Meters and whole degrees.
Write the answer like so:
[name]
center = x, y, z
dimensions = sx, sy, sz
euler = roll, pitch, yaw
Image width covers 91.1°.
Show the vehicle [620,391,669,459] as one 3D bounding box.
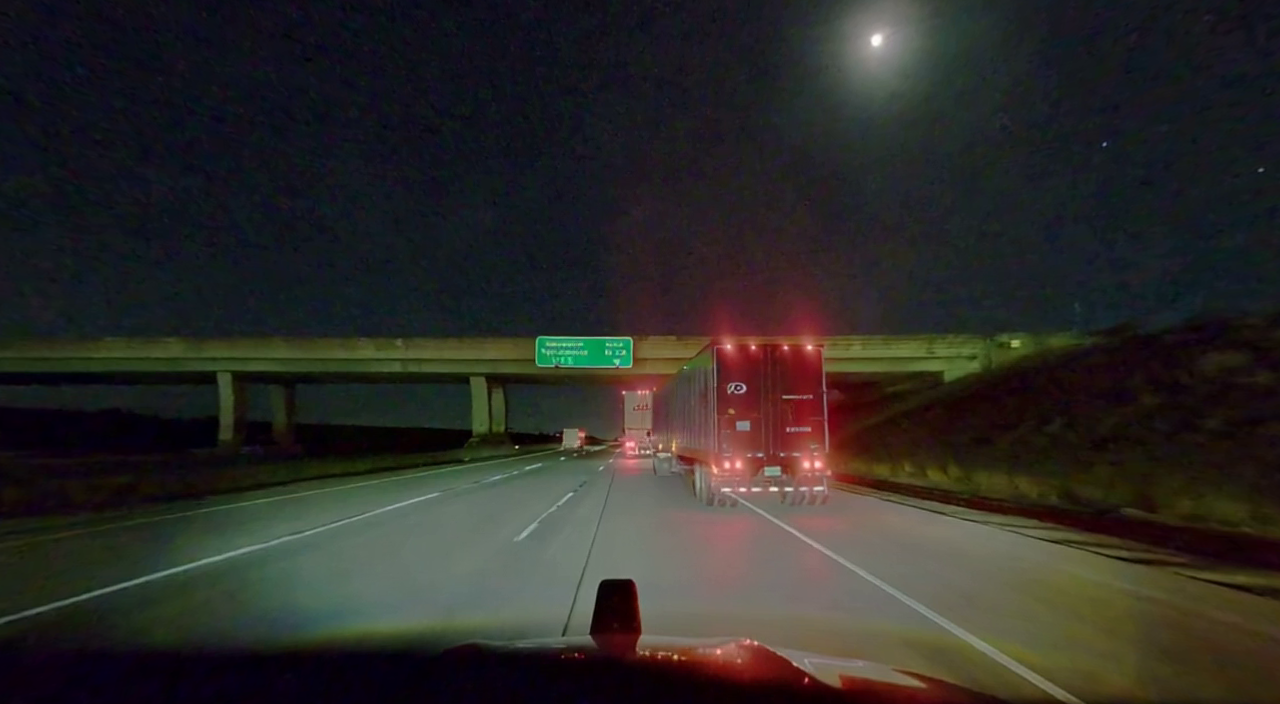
[vehicle]
center = 0.223, 5.522, 46.251
dimensions = 3.034, 4.194, 14.704
euler = 0, -8, 0
